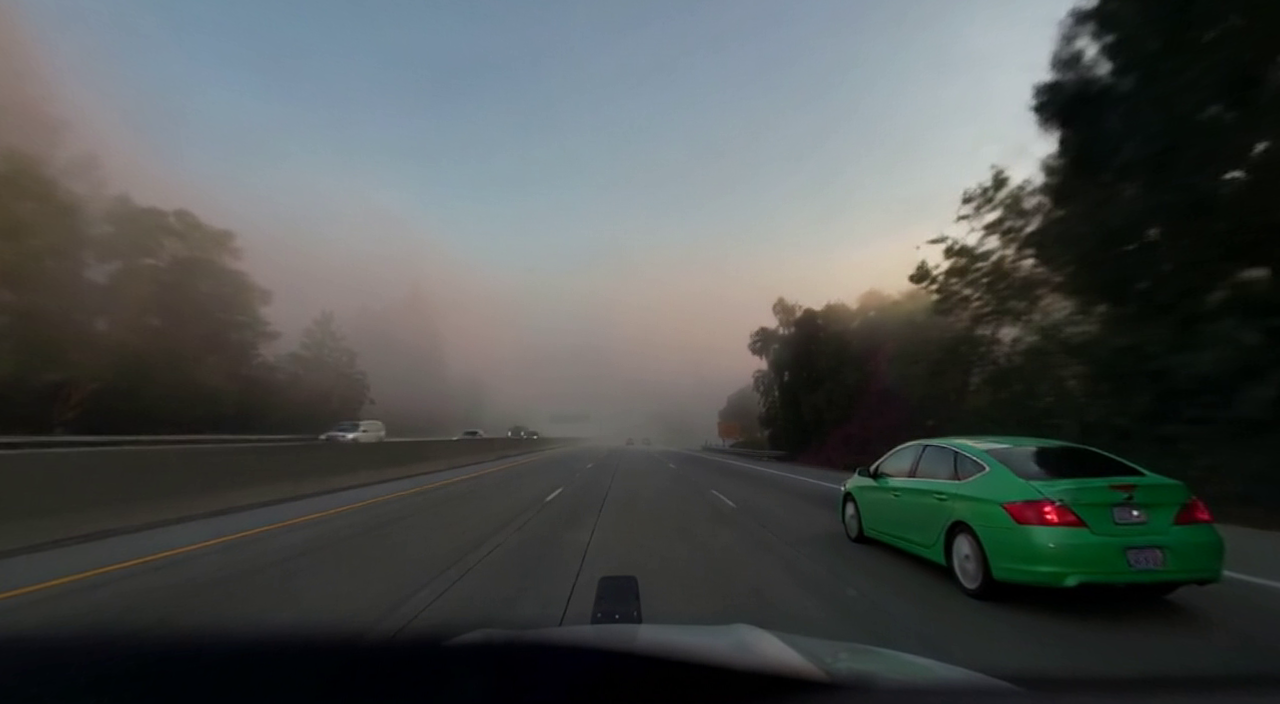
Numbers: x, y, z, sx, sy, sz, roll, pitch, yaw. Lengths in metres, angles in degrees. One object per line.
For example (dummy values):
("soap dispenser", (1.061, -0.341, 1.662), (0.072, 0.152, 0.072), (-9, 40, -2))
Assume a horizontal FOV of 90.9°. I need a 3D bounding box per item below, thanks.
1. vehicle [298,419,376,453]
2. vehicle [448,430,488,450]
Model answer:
("vehicle", (-16.299, 4.572, 34.147), (1.975, 1.670, 4.552), (0, -8, 0))
("vehicle", (-13.000, 6.714, 47.807), (1.885, 1.420, 4.239), (0, -8, -1))
